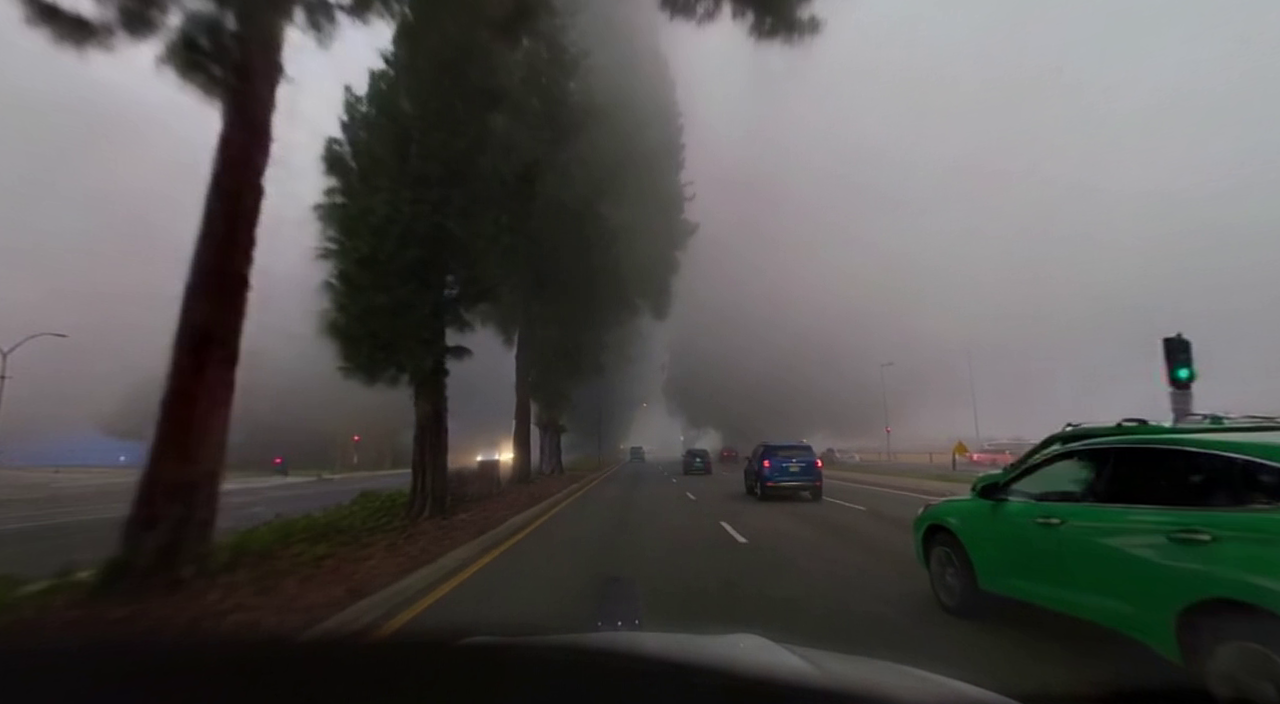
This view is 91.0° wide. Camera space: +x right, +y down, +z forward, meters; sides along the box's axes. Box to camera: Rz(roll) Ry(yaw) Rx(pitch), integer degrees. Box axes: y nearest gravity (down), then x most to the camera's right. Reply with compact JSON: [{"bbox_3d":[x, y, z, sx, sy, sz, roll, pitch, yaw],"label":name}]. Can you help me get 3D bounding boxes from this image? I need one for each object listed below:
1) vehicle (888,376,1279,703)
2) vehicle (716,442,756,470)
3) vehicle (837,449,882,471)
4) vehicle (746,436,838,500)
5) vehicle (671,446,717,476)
[{"bbox_3d":[3.162,0.978,2.927,1.932,1.547,4.992,0,-8,-1],"label":"vehicle"},{"bbox_3d":[6.513,7.103,43.195,1.919,1.774,4.720,0,-8,-1],"label":"vehicle"},{"bbox_3d":[16.035,7.895,46.154,1.815,1.493,4.135,0,-8,1],"label":"vehicle"},{"bbox_3d":[4.450,3.438,19.117,2.075,1.698,4.142,-1,-8,5],"label":"vehicle"},{"bbox_3d":[2.753,5.688,33.127,1.980,1.484,4.093,0,-8,-1],"label":"vehicle"}]
